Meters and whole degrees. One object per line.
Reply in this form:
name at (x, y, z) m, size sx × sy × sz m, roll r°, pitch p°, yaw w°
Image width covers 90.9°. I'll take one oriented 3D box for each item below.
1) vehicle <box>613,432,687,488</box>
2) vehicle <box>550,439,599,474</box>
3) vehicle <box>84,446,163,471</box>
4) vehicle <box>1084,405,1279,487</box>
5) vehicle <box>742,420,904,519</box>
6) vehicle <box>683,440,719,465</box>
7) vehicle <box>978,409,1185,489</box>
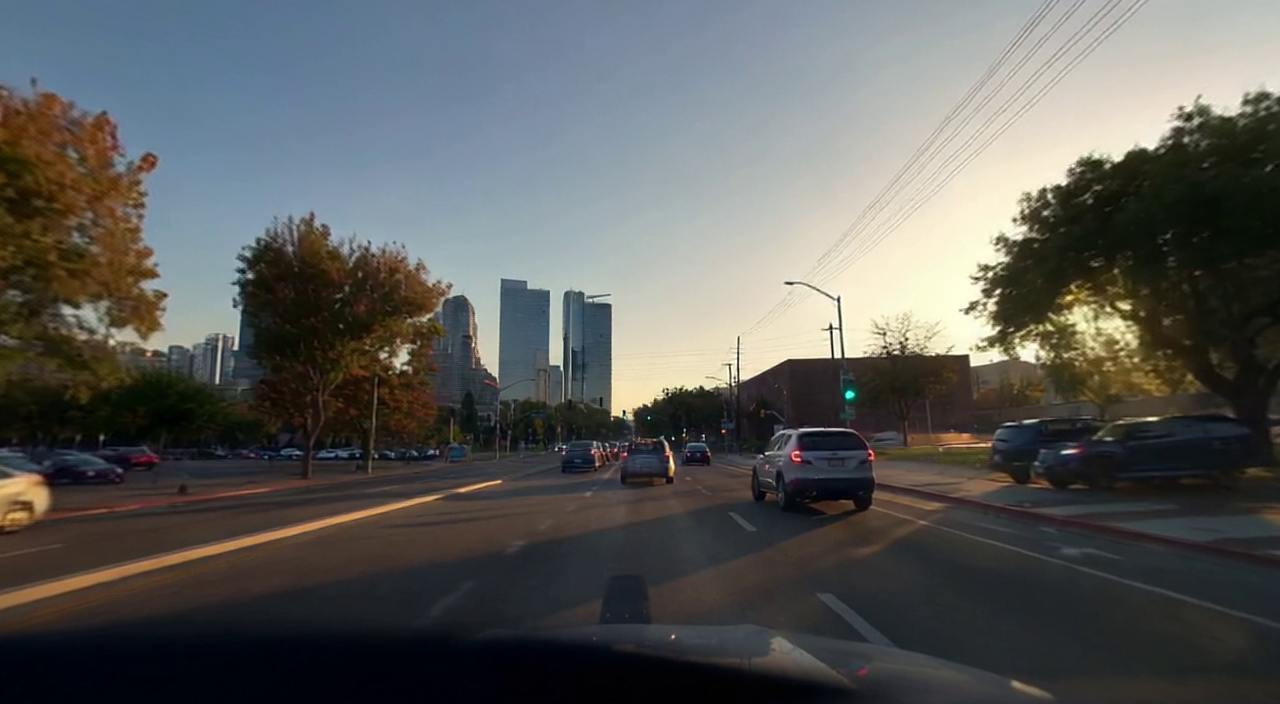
vehicle at (0.303, 3.517, 20.849) m, size 2.200 × 1.653 × 4.127 m, roll 0°, pitch -8°, yaw 0°
vehicle at (-2.965, 4.813, 29.354) m, size 2.104 × 1.488 × 4.546 m, roll 0°, pitch -8°, yaw -4°
vehicle at (-37.667, 7.758, 46.128) m, size 1.882 × 1.753 × 4.517 m, roll 0°, pitch -8°, yaw 0°
vehicle at (14.232, 2.467, 16.568) m, size 2.146 × 1.837 × 4.512 m, roll -1°, pitch -8°, yaw 6°
vehicle at (3.572, 2.384, 13.308) m, size 2.024 × 1.711 × 4.512 m, roll 0°, pitch -8°, yaw 0°
vehicle at (3.985, 6.639, 41.782) m, size 1.880 × 1.503 × 4.130 m, roll 0°, pitch -8°, yaw -1°
vehicle at (11.600, 2.607, 17.157) m, size 2.238 × 1.845 × 4.874 m, roll 0°, pitch -8°, yaw 3°
